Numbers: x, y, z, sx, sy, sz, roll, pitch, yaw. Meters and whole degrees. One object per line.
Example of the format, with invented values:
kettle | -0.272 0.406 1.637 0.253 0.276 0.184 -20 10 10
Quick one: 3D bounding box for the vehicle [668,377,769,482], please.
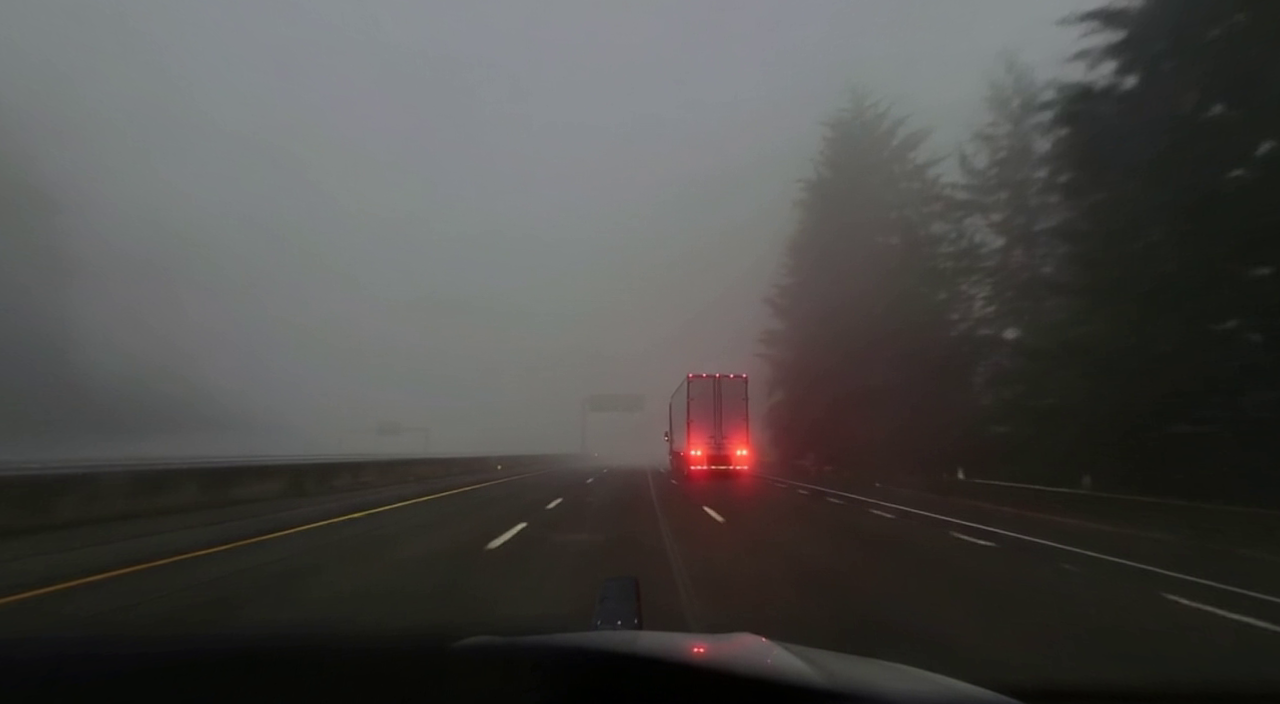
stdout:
vehicle | 3.346 4.106 31.619 3.244 4.020 14.561 0 -9 0
